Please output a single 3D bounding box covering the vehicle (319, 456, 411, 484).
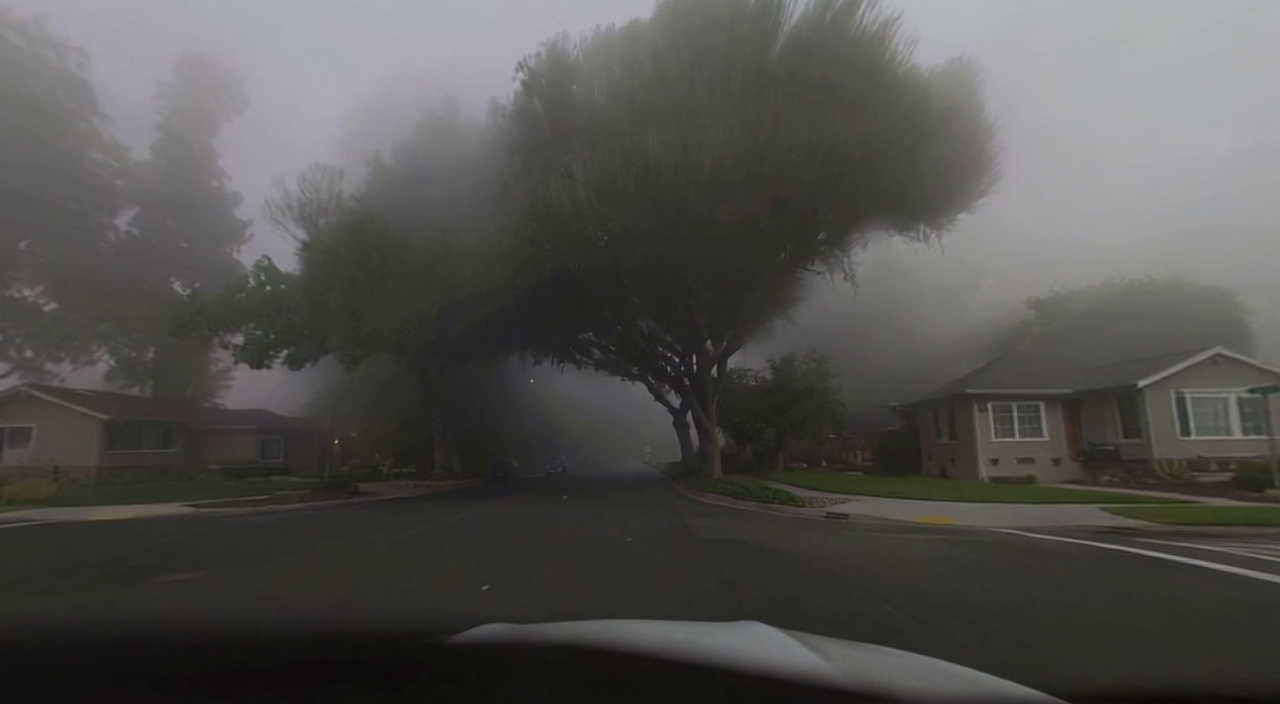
[{"bbox_3d":[-15.929,6.855,36.794,4.358,1.516,2.077,1,-9,-4],"label":"vehicle"}]
